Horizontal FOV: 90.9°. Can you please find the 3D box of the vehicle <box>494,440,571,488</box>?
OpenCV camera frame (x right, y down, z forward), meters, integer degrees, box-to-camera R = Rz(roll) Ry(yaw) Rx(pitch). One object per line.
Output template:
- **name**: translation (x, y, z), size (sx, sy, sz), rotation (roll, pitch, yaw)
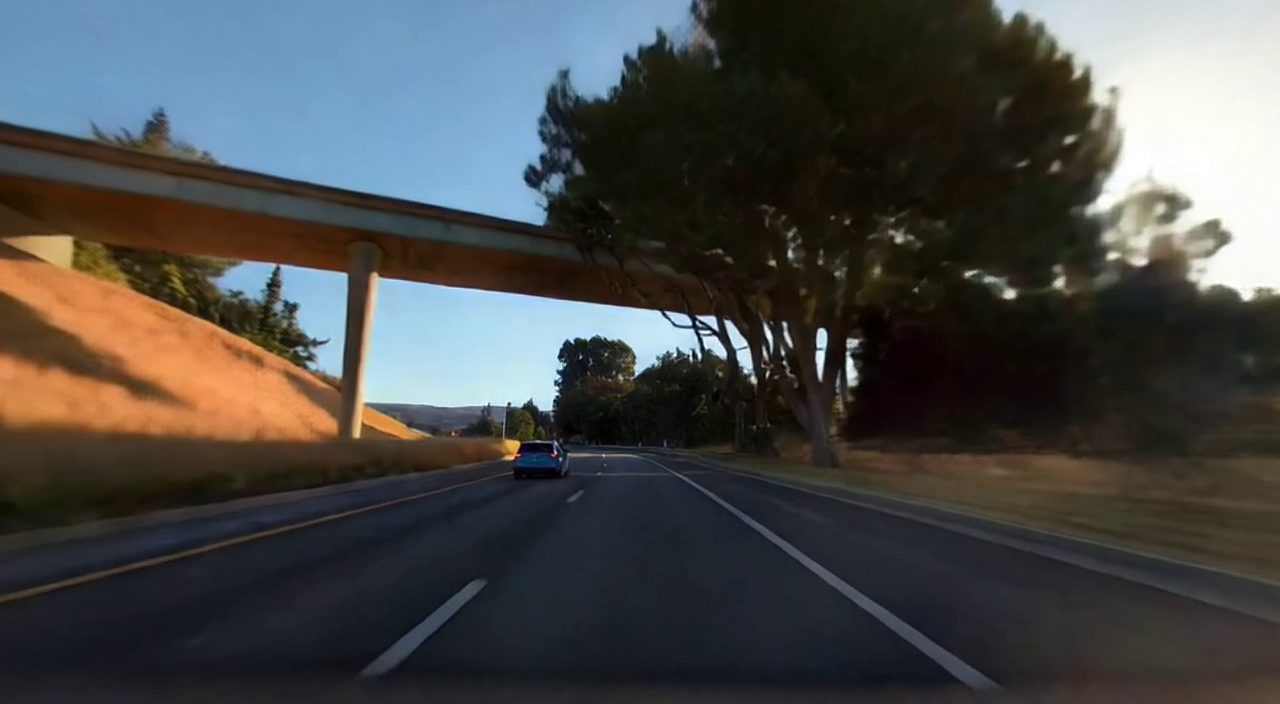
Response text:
- **vehicle**: translation (-3.684, 3.908, 22.405), size (1.968, 1.503, 4.443), rotation (0, -8, 0)
